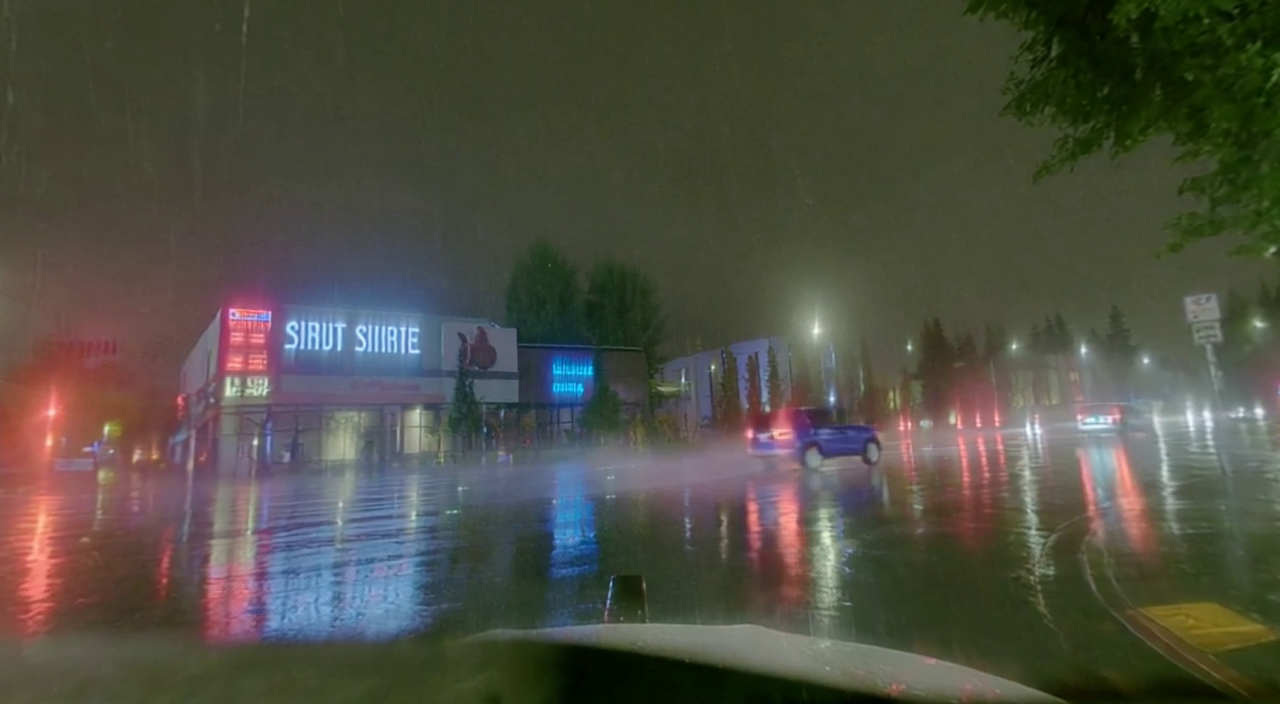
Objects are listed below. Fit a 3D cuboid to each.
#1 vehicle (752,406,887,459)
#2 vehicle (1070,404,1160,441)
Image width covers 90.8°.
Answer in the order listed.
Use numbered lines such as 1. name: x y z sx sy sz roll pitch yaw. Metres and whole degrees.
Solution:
1. vehicle: 6.596 2.985 23.075 4.689 1.758 2.146 5 -10 -33
2. vehicle: 22.766 3.446 30.219 4.377 1.624 1.953 6 -10 -33
